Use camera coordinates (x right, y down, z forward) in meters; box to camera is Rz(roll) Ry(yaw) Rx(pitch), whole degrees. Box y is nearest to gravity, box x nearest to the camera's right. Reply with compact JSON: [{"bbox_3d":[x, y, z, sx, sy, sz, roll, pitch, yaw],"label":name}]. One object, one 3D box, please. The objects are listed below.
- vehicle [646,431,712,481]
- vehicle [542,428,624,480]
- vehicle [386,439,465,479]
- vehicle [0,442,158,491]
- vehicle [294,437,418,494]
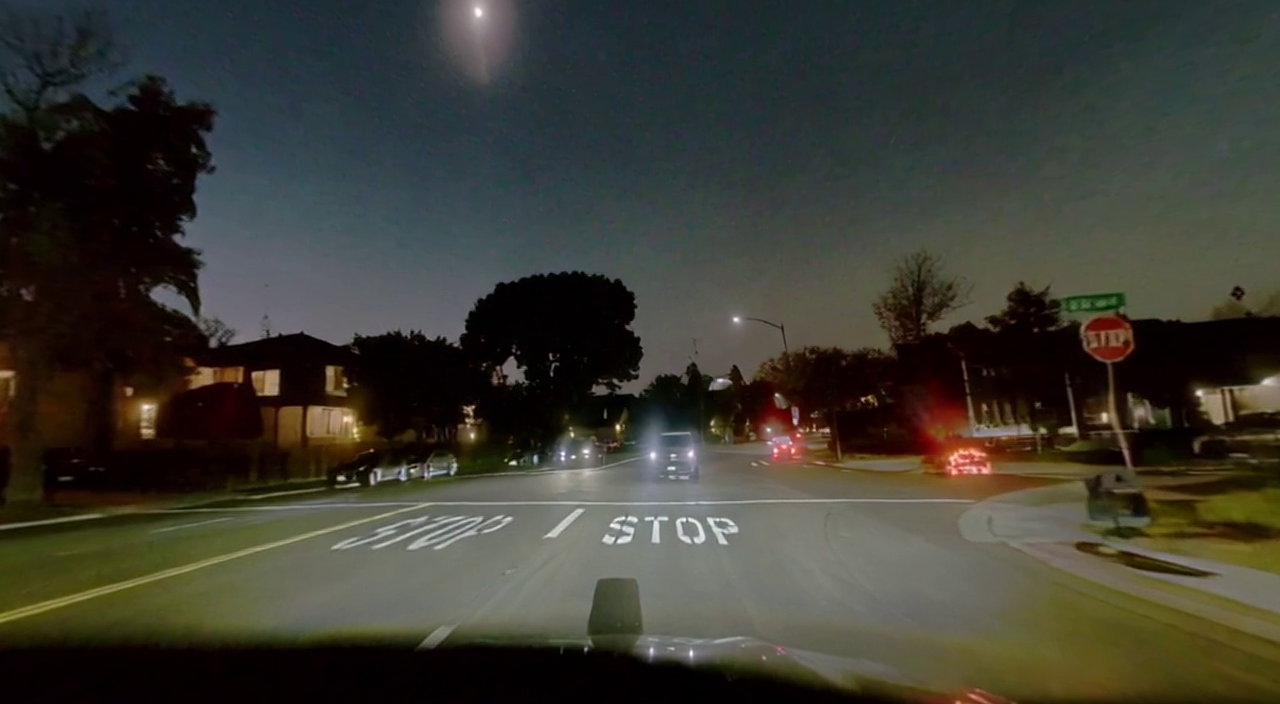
[{"bbox_3d":[1.362,3.432,20.967,1.955,1.459,4.383,-1,-8,5],"label":"vehicle"},{"bbox_3d":[-1.959,3.716,23.125,2.178,1.695,4.339,-1,-8,6],"label":"vehicle"},{"bbox_3d":[-11.174,5.630,33.173,2.076,1.864,4.730,-4,-10,6],"label":"vehicle"},{"bbox_3d":[-22.492,4.551,25.235,4.641,1.808,2.138,-2,-8,5],"label":"vehicle"},{"bbox_3d":[-12.114,4.833,27.442,2.191,1.980,5.888,-5,-7,6],"label":"vehicle"}]
